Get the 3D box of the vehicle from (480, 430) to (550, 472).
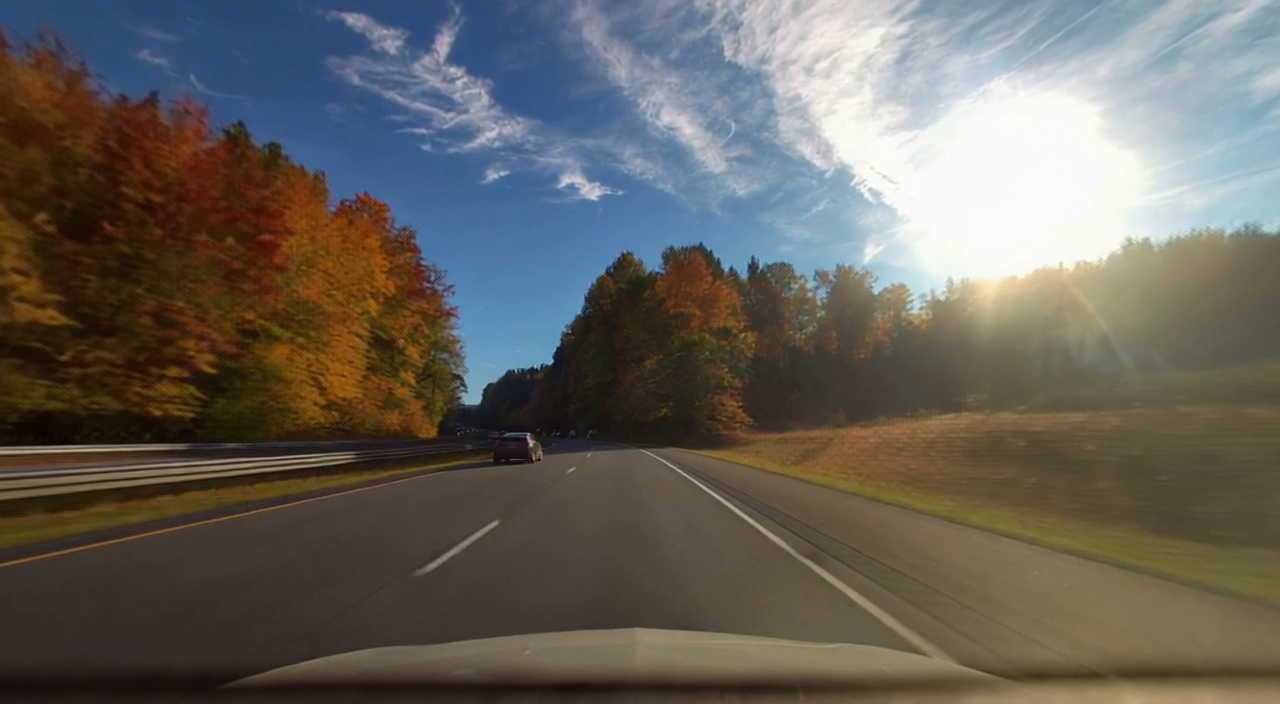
[{"bbox_3d":[-5.002,4.015,25.749,2.073,1.559,4.393,0,-8,-2],"label":"vehicle"}]
